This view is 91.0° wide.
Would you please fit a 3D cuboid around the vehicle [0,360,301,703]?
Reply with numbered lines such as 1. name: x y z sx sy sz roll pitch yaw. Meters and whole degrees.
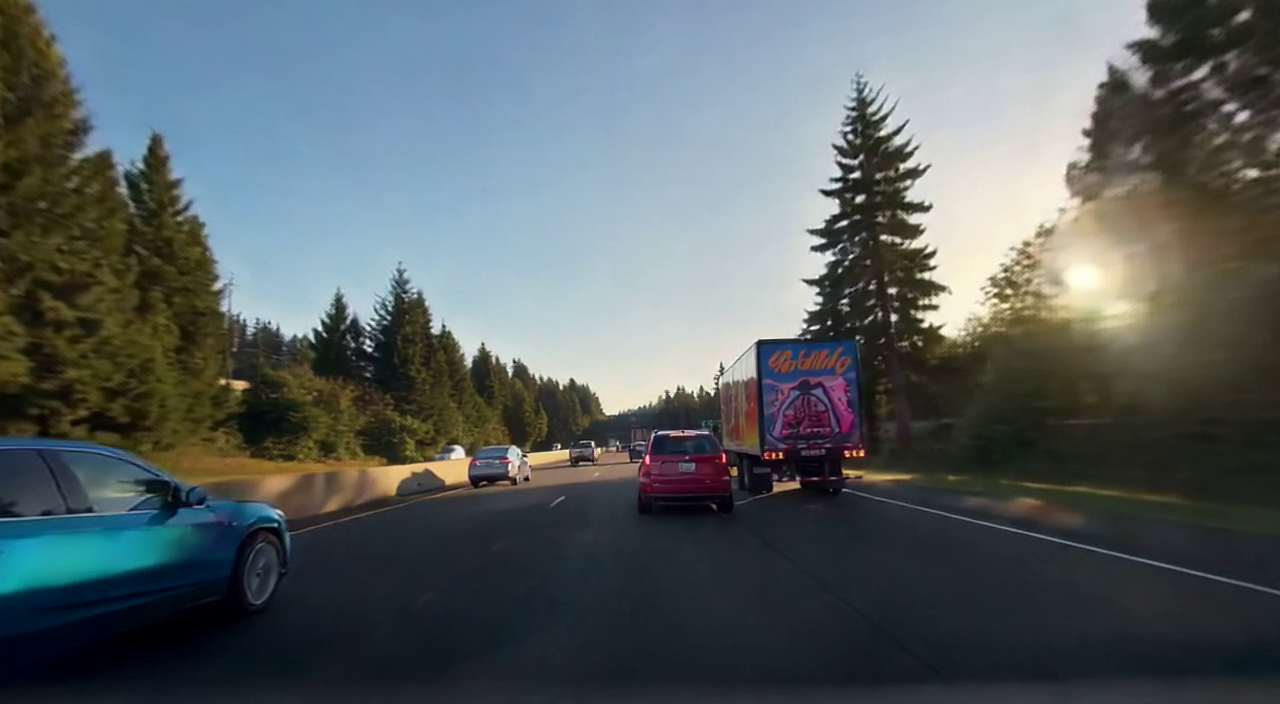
1. vehicle: -4.051 0.931 3.349 1.983 1.666 4.452 0 -8 0

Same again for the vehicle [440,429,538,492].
1. vehicle: -4.262 3.122 18.424 1.905 1.642 3.803 0 -8 0

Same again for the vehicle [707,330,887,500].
1. vehicle: 4.514 2.498 22.291 2.828 4.081 14.220 0 -8 0

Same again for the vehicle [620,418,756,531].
1. vehicle: 0.675 2.072 11.196 2.017 1.662 3.543 0 -8 -1

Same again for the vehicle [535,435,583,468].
1. vehicle: -4.456 5.540 35.271 2.014 1.683 4.275 0 -8 1
